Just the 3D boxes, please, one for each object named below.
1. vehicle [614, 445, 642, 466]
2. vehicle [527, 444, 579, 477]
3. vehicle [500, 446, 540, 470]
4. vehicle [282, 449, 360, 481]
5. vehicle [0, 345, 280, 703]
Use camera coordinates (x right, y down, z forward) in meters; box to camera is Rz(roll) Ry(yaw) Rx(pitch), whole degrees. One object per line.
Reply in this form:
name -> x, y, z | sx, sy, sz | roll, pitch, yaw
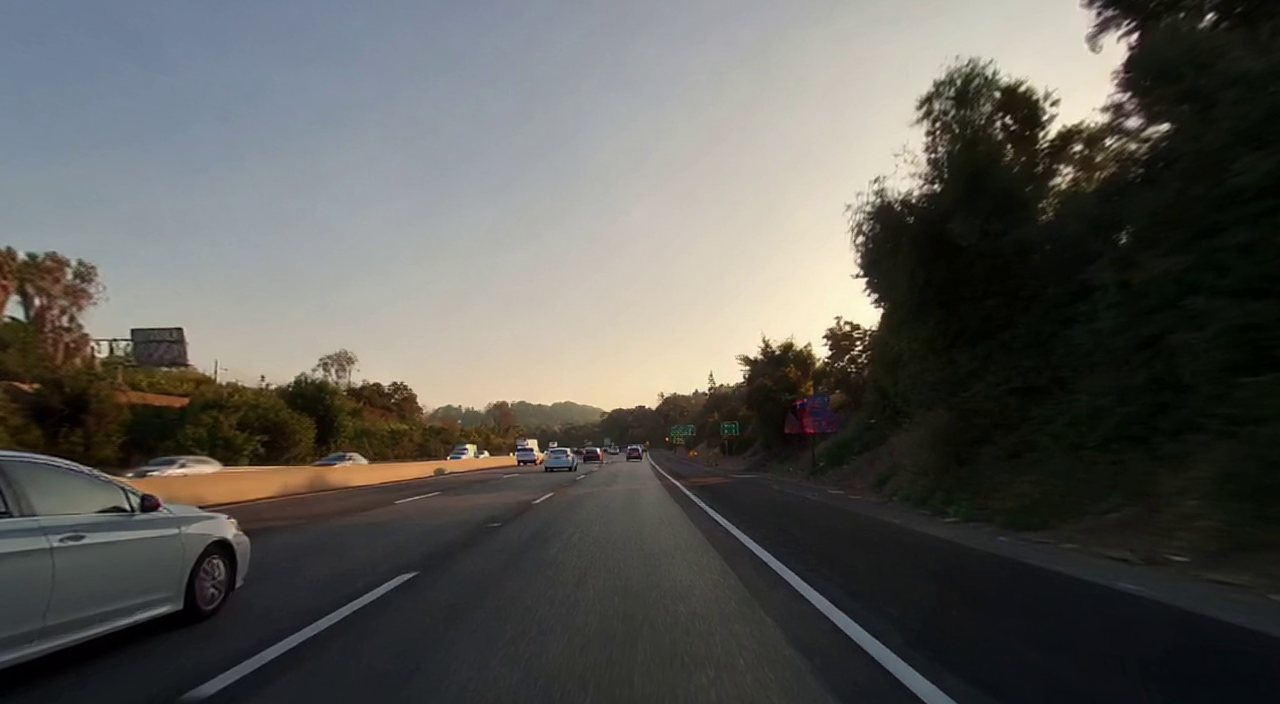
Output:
vehicle -> -0.922, 7.812, 47.337 | 2.023, 1.479, 3.718 | 0, -9, -1
vehicle -> -4.183, 5.281, 30.611 | 1.988, 1.477, 4.118 | 0, -9, -1
vehicle -> -8.042, 7.094, 42.227 | 1.936, 1.516, 3.904 | 0, -9, -1
vehicle -> -16.371, 5.788, 32.374 | 1.846, 1.519, 4.114 | 0, -9, 0
vehicle -> -3.948, 0.852, 2.711 | 2.074, 1.779, 4.588 | 0, -9, -1
